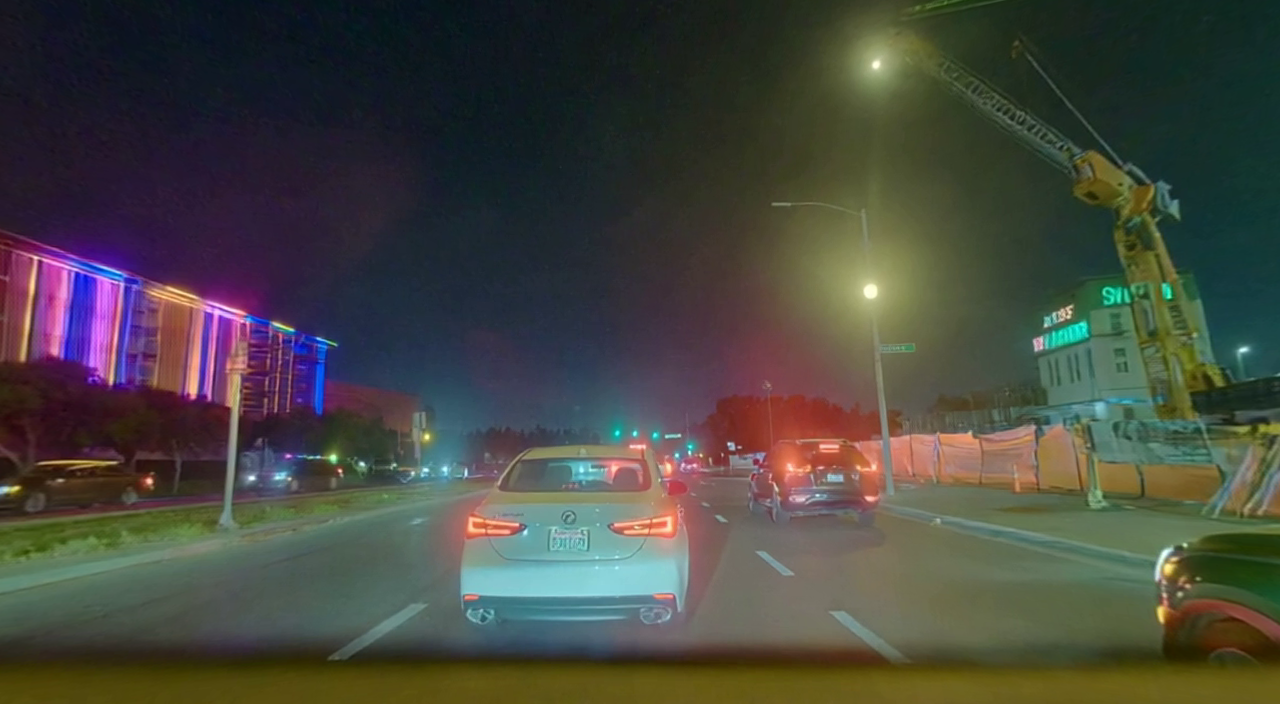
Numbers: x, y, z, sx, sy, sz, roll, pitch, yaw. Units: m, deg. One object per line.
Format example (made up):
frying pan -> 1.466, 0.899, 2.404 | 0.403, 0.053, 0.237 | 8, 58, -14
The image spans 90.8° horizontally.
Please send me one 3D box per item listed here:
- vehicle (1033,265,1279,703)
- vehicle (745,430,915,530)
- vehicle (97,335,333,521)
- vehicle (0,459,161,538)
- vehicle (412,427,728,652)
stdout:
vehicle -> 3.324, 0.479, 0.904 | 2.182, 1.954, 5.341 | 0, -8, 2
vehicle -> 3.870, 2.699, 13.995 | 2.185, 1.797, 4.934 | 0, -8, -1
vehicle -> -9.093, 1.704, 14.027 | 2.592, 3.548, 3.414 | -2, -9, 4
vehicle -> -13.874, 3.289, 14.614 | 1.964, 1.519, 4.315 | -1, -8, 4
vehicle -> -0.412, 1.578, 6.426 | 2.131, 1.496, 4.193 | 0, -8, 2
